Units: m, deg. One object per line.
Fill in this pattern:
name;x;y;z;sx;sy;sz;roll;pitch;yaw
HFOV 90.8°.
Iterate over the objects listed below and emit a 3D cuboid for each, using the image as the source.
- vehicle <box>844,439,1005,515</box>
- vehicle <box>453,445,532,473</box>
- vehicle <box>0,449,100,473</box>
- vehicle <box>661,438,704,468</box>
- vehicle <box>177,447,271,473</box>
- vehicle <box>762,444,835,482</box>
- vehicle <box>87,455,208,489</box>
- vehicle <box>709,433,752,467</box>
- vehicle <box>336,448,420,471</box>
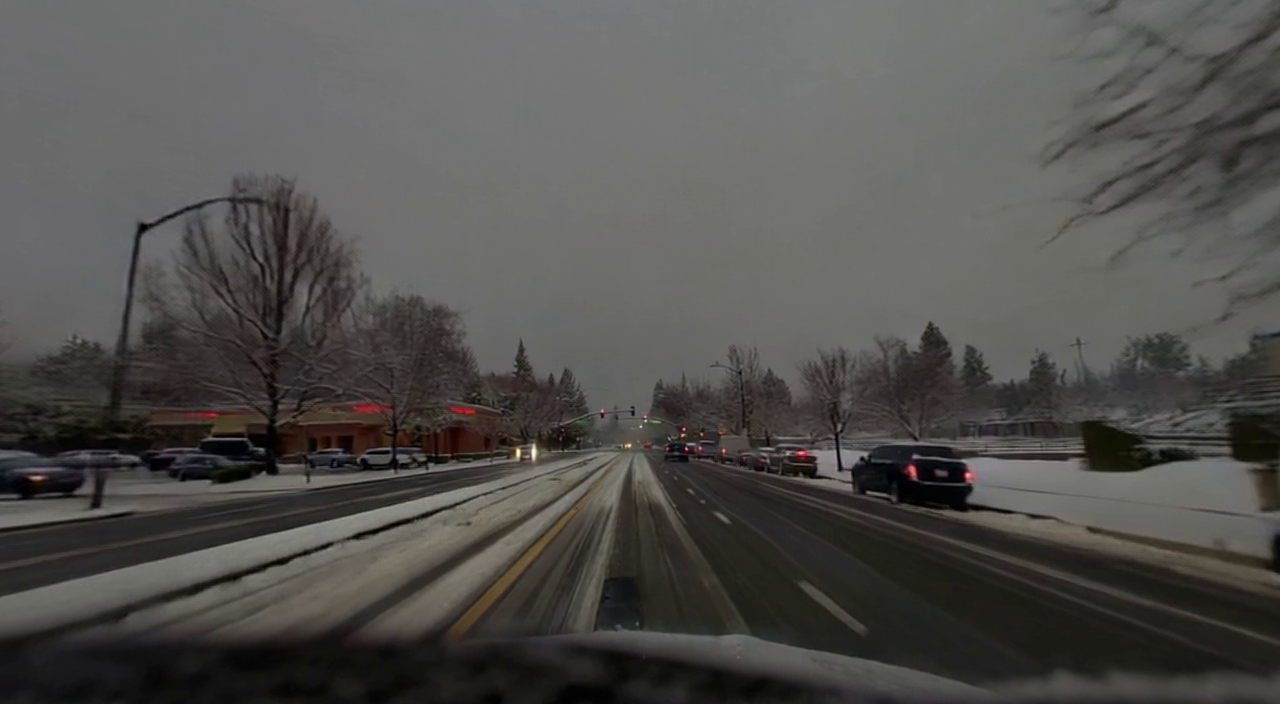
vehicle;7.157;3.156;16.536;1.994;1.691;4.472;0;-8;-2
vehicle;-9.011;6.496;38.555;4.700;1.567;2.165;-7;-11;37
vehicle;-38.830;7.159;41.707;1.864;1.502;4.432;-2;-9;14
vehicle;2.710;6.647;41.669;2.293;1.814;4.589;0;-8;-3
vehicle;-25.471;6.613;38.917;1.893;1.477;4.621;-3;-9;15
vehicle;7.286;5.133;29.647;1.951;1.601;5.147;0;-8;-2
vehicle;-23.811;5.794;30.770;1.768;1.429;4.423;-2;-9;13
vehicle;6.956;7.578;49.090;2.323;2.433;5.901;0;-8;-1
vehicle;-16.925;6.949;40.923;4.635;1.457;2.060;-2;-9;11
